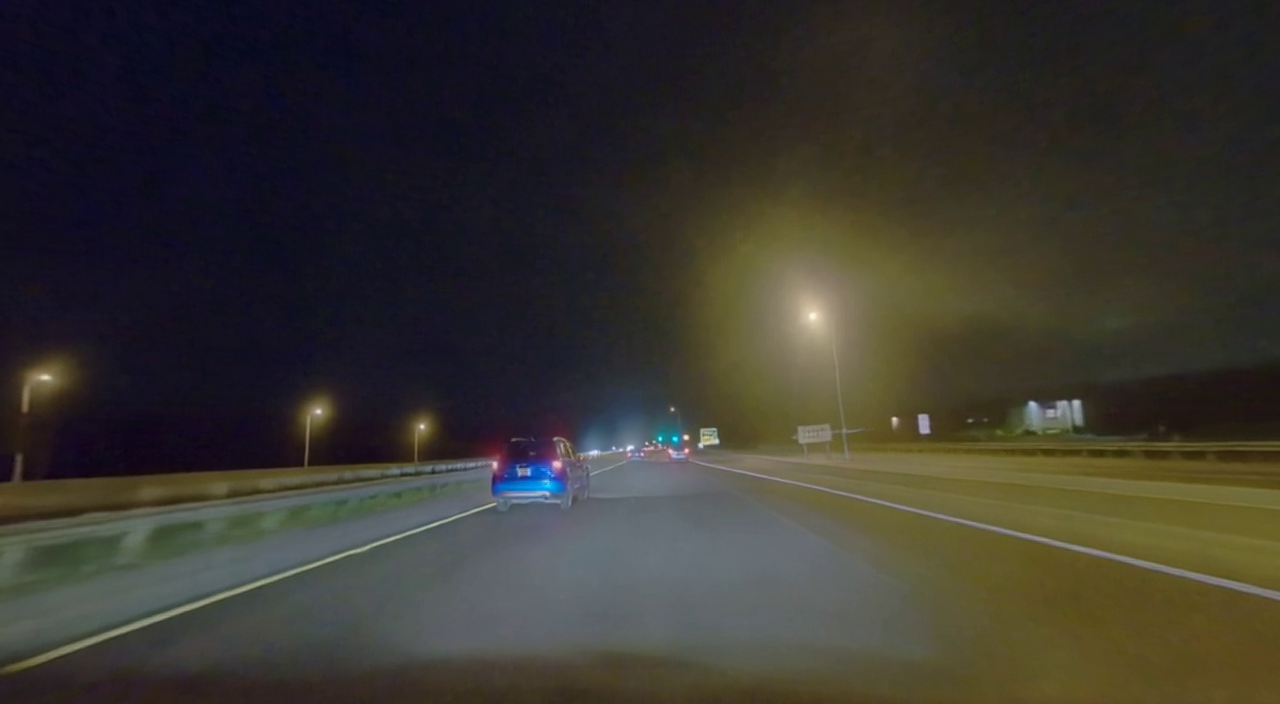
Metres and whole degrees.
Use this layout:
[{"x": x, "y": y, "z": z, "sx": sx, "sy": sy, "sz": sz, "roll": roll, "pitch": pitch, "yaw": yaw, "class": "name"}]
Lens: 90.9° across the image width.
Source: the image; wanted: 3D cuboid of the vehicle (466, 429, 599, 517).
[{"x": -2.267, "y": 2.721, "z": 14.711, "sx": 2.143, "sy": 1.693, "sz": 4.513, "roll": -1, "pitch": -8, "yaw": 2, "class": "vehicle"}]

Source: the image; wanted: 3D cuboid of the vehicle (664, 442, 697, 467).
[{"x": 2.825, "y": 7.229, "z": 44.659, "sx": 2.073, "sy": 1.621, "sz": 3.993, "roll": -1, "pitch": -8, "yaw": 1, "class": "vehicle"}]
